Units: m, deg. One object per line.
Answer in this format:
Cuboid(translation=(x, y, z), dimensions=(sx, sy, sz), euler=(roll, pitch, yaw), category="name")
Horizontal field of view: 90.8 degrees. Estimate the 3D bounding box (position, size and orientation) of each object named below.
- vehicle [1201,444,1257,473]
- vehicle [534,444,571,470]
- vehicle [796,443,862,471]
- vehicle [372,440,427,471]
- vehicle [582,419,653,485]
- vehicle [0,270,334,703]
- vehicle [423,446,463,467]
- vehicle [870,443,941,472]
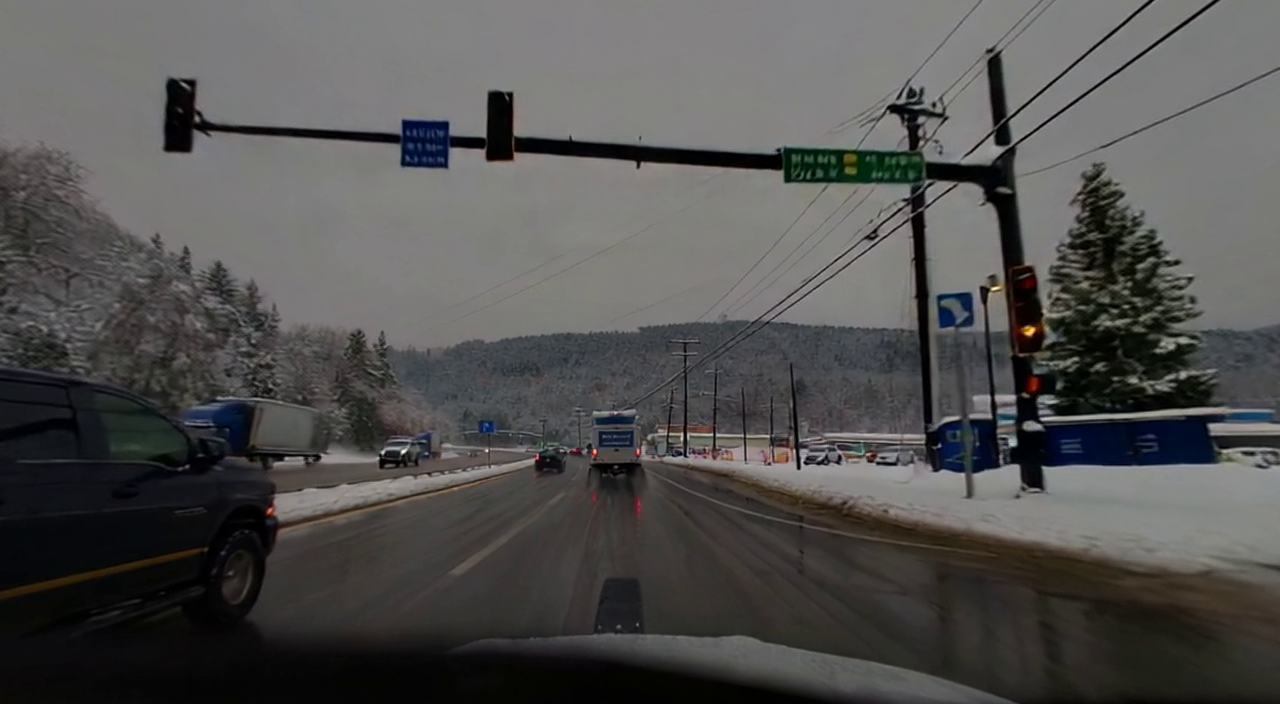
Cuboid(translation=(34.348, 6.160, 36.806), dimensions=(3.770, 1.581, 1.764), euler=(6, -10, -39), category="vehicle")
Cuboid(translation=(-5.396, 6.499, 39.416), dimensions=(1.972, 1.496, 4.150), euler=(0, -8, -3), category="vehicle")
Cuboid(translation=(13.776, 7.554, 45.801), dimensions=(5.331, 1.917, 2.166), euler=(7, -11, -44), category="vehicle")
Cuboid(translation=(-14.850, 6.362, 39.189), dimensions=(1.991, 1.803, 4.100), euler=(0, -8, -4), category="vehicle")
Cuboid(translation=(-0.924, 3.872, 24.891), dimensions=(2.486, 2.280, 5.291), euler=(0, -8, -3), category="vehicle")
Cuboid(translation=(-3.795, 0.663, 2.452), dimensions=(2.345, 2.012, 5.693), euler=(0, -8, 0), category="vehicle")
Cuboid(translation=(-15.306, 8.109, 49.259), dimensions=(1.993, 1.455, 3.967), euler=(0, -8, -3), category="vehicle")
Cuboid(translation=(18.584, 7.287, 44.109), dimensions=(5.424, 1.844, 2.255), euler=(7, -10, -41), category="vehicle")
